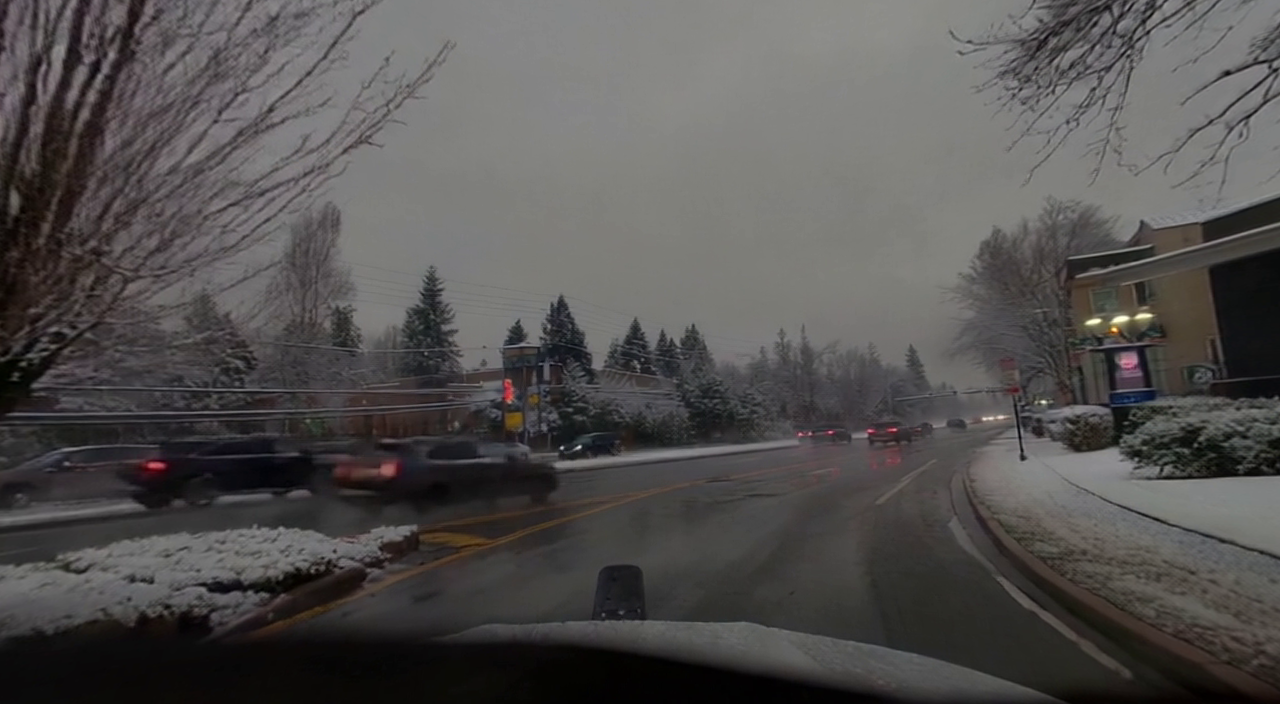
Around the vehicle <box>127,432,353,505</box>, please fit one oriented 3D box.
[{"bbox_3d":[-11.239,3.291,18.111,2.506,1.718,4.822,-11,-13,35],"label":"vehicle"}]

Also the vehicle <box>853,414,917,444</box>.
[{"bbox_3d":[17.650,5.605,45.366,2.517,1.936,4.748,-10,-13,43],"label":"vehicle"}]

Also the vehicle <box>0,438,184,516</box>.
[{"bbox_3d":[-17.061,3.644,19.005,2.294,2.000,4.788,-6,-9,30],"label":"vehicle"}]

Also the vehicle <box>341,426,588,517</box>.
[{"bbox_3d":[-3.306,2.315,12.784,1.984,1.482,4.482,-8,-11,38],"label":"vehicle"}]
